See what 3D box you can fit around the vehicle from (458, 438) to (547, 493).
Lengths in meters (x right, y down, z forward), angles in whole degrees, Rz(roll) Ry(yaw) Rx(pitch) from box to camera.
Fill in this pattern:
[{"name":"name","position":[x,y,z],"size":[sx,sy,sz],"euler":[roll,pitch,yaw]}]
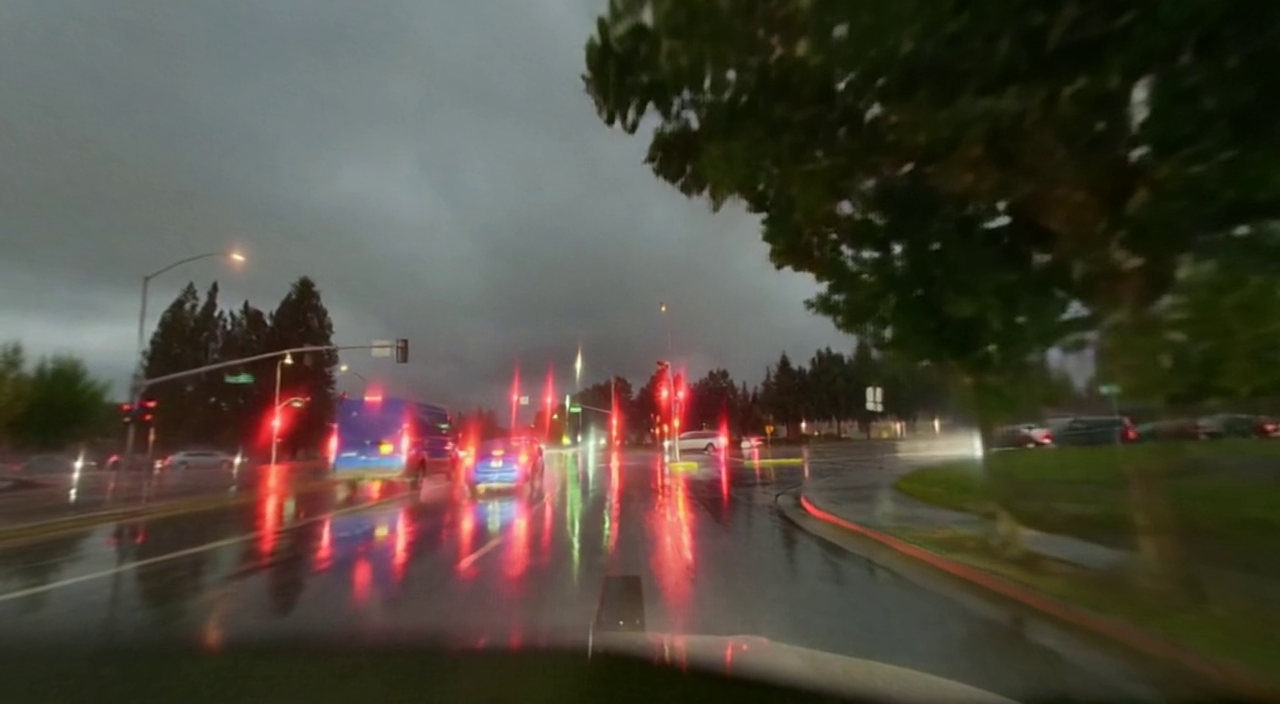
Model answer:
[{"name":"vehicle","position":[-4.129,3.487,19.682],"size":[2.019,1.485,4.565],"euler":[1,-9,-4]}]

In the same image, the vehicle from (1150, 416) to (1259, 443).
[{"name":"vehicle","position":[33.378,4.603,37.338],"size":[4.342,1.513,1.838],"euler":[-2,-9,14]}]

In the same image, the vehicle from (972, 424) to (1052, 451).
[{"name":"vehicle","position":[21.345,4.922,36.159],"size":[3.718,1.480,1.981],"euler":[4,-9,-20]}]

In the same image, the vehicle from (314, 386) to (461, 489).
[{"name":"vehicle","position":[-8.126,2.948,21.332],"size":[2.461,2.889,6.776],"euler":[1,-9,-3]}]

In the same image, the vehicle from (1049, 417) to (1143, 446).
[{"name":"vehicle","position":[27.685,4.868,38.363],"size":[4.056,1.659,1.881],"euler":[-2,-9,12]}]
